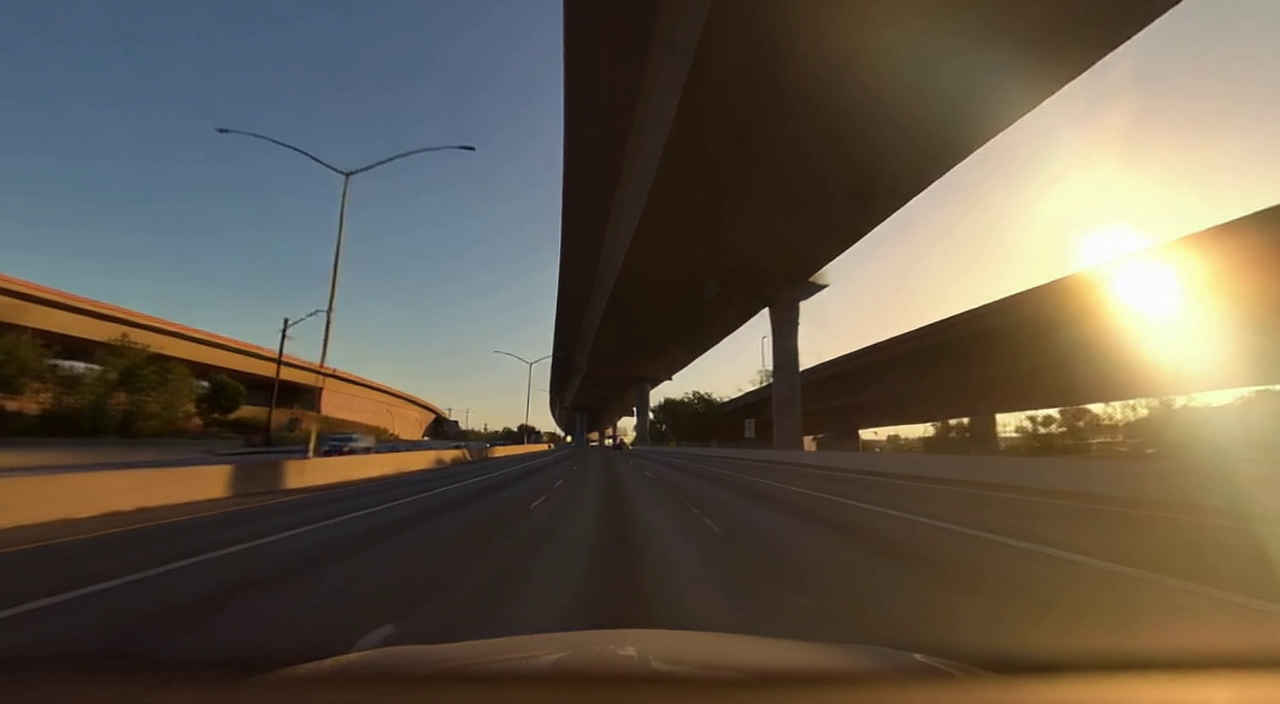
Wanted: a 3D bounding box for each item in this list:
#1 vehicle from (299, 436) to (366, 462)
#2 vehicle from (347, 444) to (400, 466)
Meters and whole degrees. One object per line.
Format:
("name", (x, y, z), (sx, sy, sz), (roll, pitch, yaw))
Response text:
("vehicle", (-22.717, 7.200, 46.849), (2.239, 1.802, 5.754), (0, -9, -2))
("vehicle", (-18.750, 7.252, 44.561), (2.005, 1.446, 4.235), (0, -9, -1))
